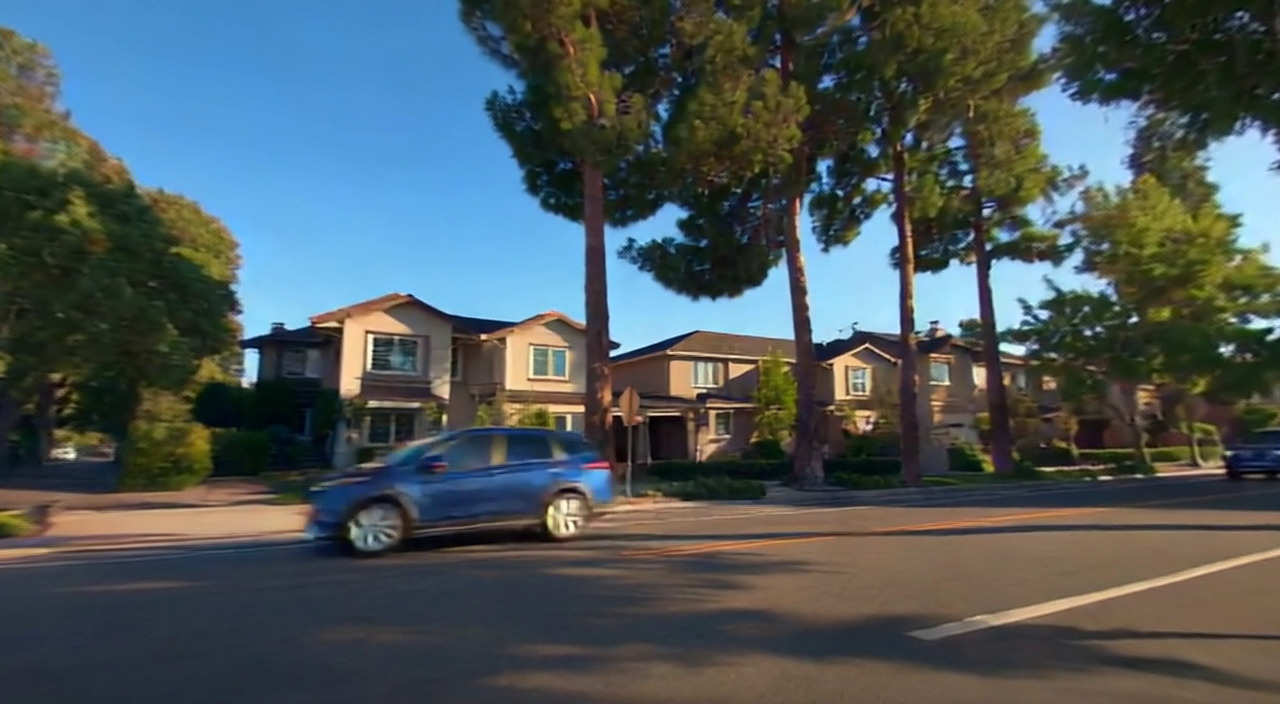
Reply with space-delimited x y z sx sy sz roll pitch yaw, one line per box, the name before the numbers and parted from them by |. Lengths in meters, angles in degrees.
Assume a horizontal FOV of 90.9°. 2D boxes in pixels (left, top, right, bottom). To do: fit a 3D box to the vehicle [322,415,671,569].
vehicle | -1.989 1.864 9.106 4.462 1.706 2.046 5 -10 -29
